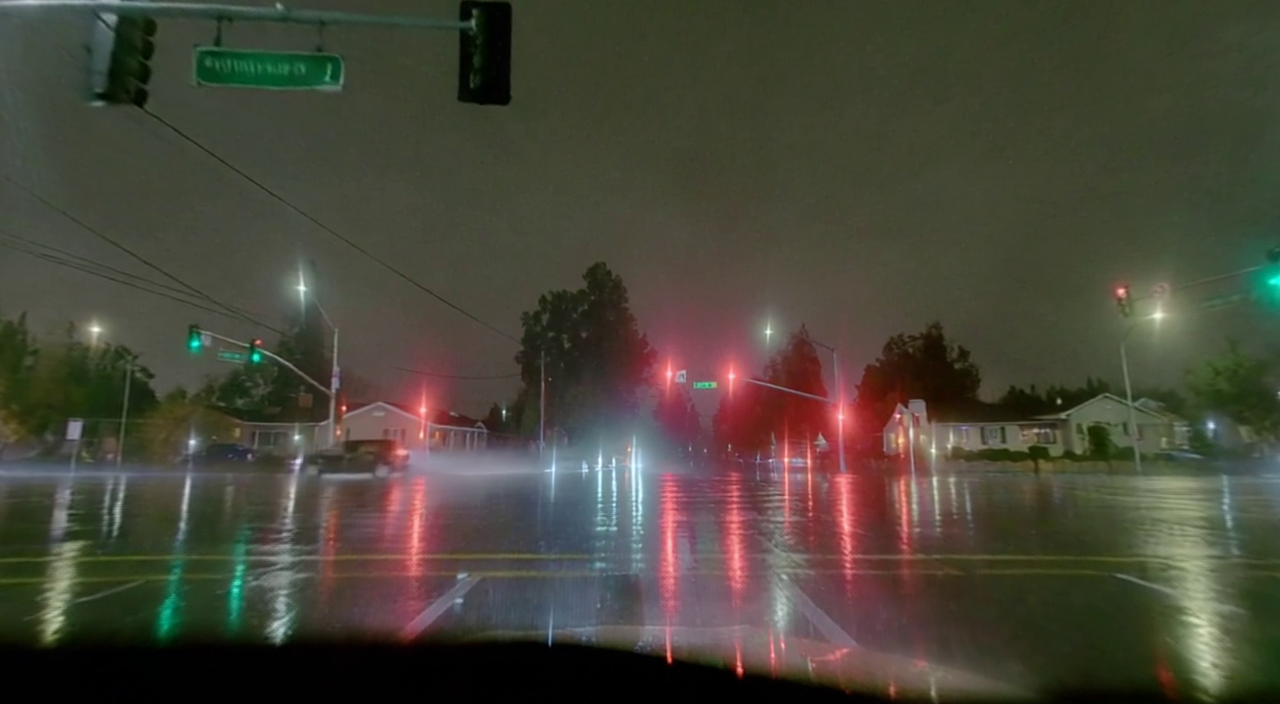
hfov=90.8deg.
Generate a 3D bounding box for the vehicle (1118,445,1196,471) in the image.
[{"bbox_3d":[37.136,7.590,45.531,1.853,1.723,4.460,0,-9,0],"label":"vehicle"}]

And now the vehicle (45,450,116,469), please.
[{"bbox_3d":[-43.922,8.421,49.647,3.949,1.422,1.744,0,-9,2],"label":"vehicle"}]

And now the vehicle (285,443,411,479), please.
[{"bbox_3d":[-12.646,4.732,27.585,4.560,1.463,1.858,0,-9,1],"label":"vehicle"}]

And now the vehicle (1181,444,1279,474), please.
[{"bbox_3d":[37.903,6.837,40.547,1.915,1.773,4.499,1,-9,-9],"label":"vehicle"}]
